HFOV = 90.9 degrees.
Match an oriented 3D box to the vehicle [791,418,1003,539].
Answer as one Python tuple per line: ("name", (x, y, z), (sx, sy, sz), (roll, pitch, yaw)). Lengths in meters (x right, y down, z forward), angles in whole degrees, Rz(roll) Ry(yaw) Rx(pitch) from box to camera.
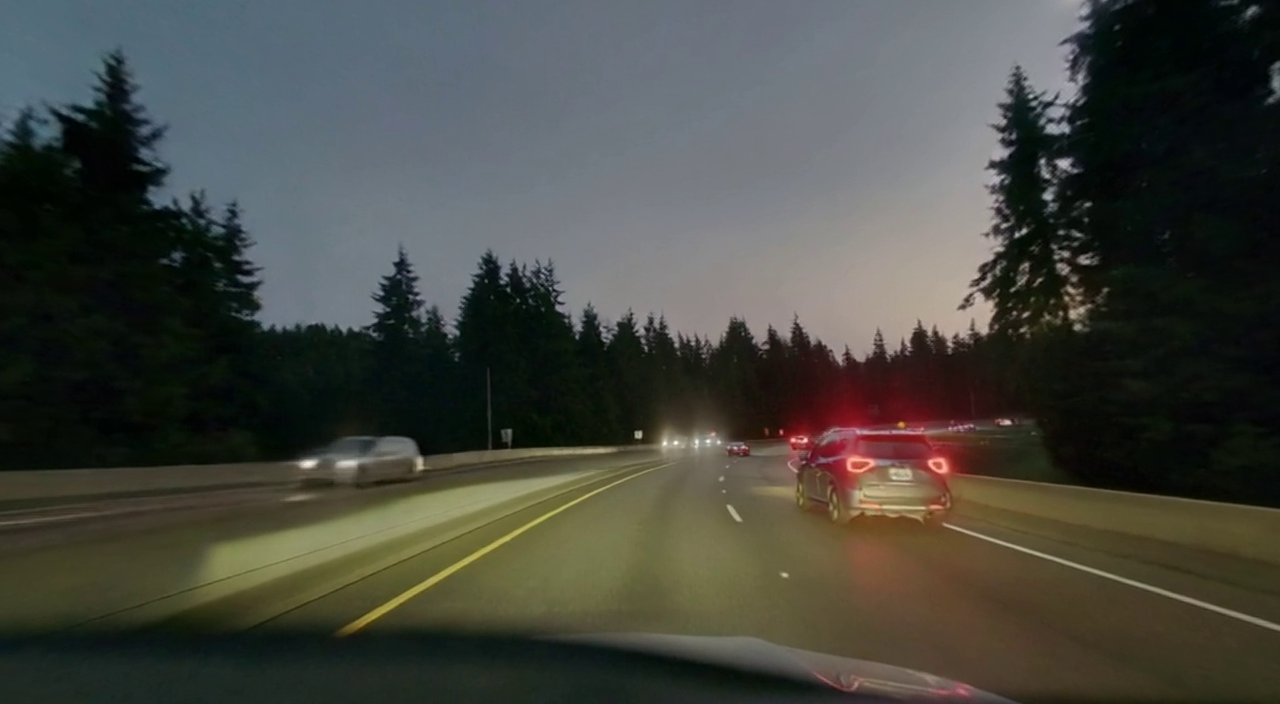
("vehicle", (4.228, 2.144, 11.325), (2.112, 1.708, 4.380), (0, -8, 3))

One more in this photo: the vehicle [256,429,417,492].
("vehicle", (-8.089, 2.942, 17.381), (1.931, 1.492, 4.374), (-1, -9, 6))
